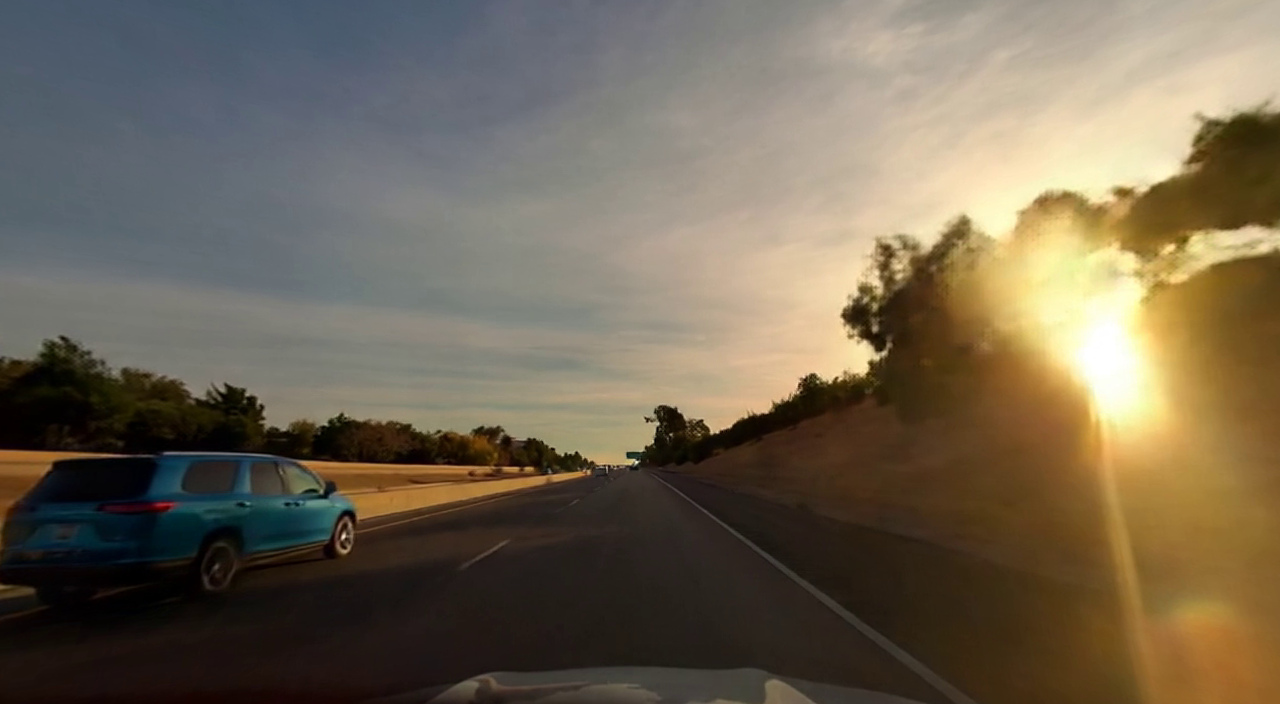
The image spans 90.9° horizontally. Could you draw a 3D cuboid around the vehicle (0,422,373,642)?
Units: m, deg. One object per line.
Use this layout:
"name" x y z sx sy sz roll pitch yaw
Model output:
"vehicle" -4.635 1.640 6.550 1.914 1.534 4.015 1 -10 0
